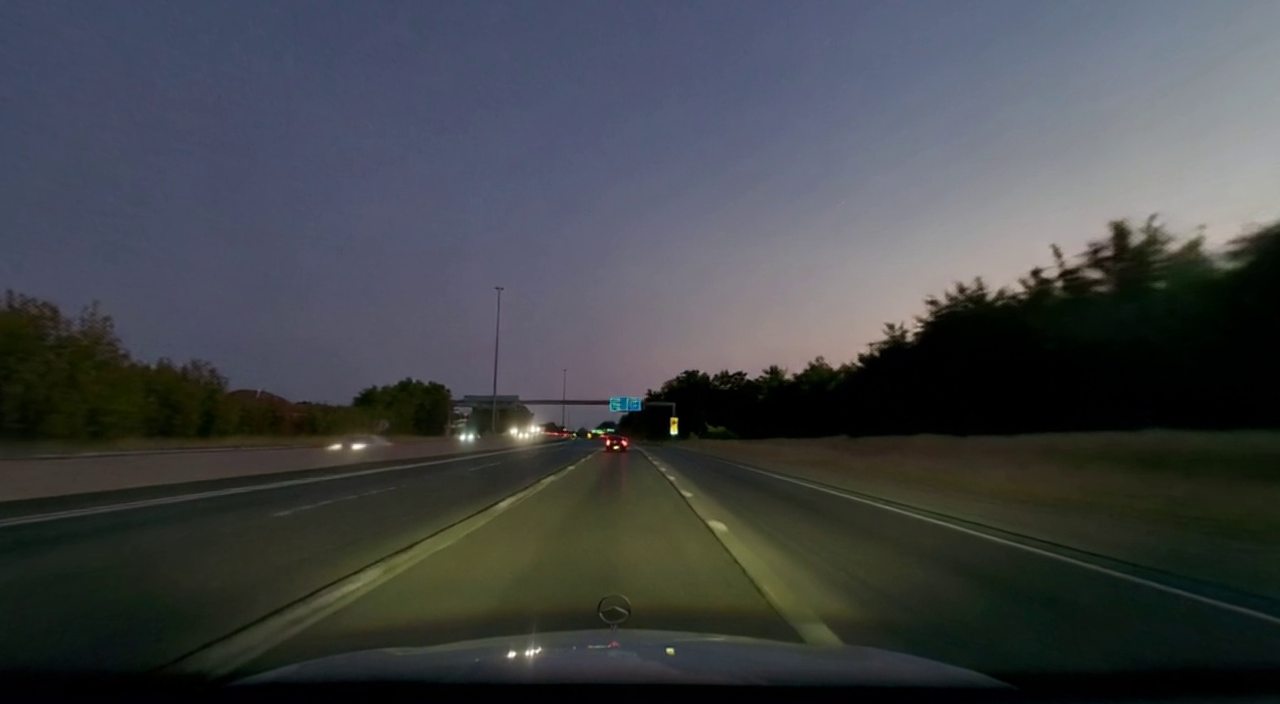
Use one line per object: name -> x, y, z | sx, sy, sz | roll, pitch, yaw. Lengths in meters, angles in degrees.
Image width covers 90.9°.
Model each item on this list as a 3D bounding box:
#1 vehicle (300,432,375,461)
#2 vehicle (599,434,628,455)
vehicle -> -16.201, 5.059, 33.975 | 2.064, 1.413, 4.141 | 0, -8, -1
vehicle -> -1.899, 6.681, 45.631 | 2.000, 1.491, 3.913 | 0, -8, -2
